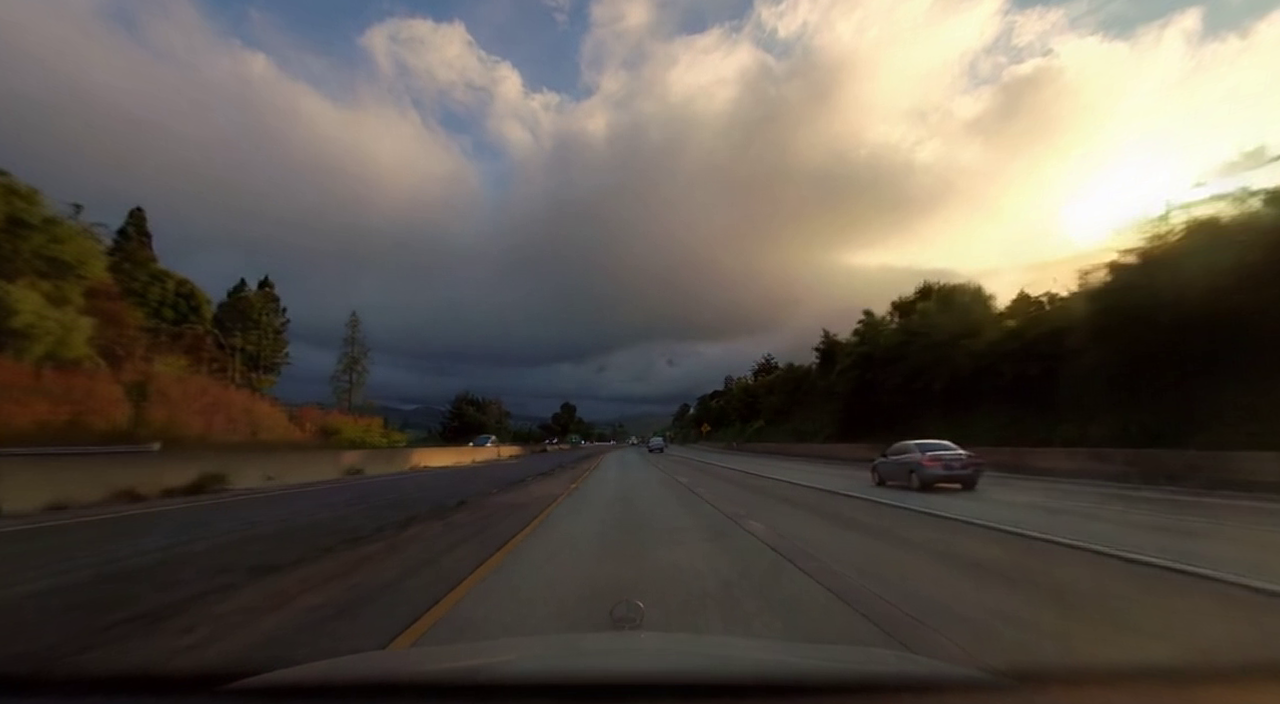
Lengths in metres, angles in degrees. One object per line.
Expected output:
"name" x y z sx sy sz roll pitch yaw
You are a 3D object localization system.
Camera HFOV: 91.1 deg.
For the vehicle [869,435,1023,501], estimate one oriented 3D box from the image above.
"vehicle" 7.624 2.907 16.169 1.942 1.462 3.926 0 -9 0
